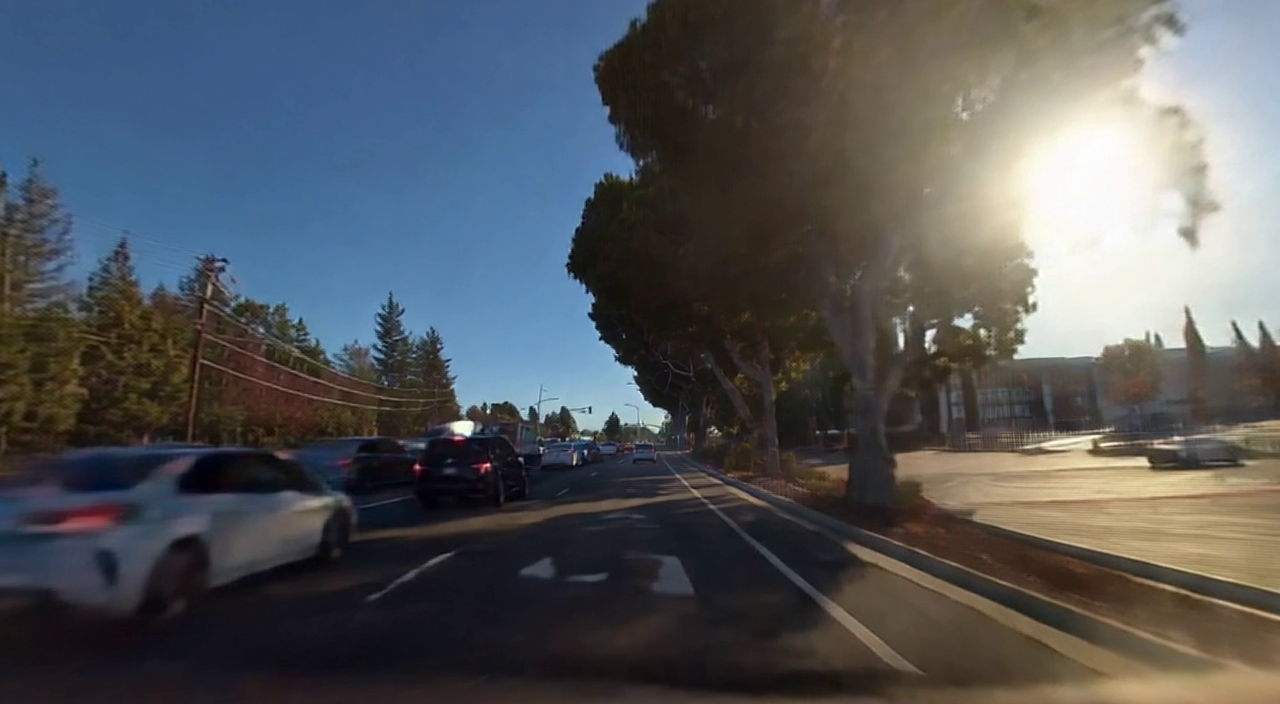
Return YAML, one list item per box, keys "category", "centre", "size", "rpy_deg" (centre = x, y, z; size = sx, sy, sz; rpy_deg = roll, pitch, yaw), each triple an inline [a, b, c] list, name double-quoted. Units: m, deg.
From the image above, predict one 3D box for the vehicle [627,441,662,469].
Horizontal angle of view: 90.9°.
- category: "vehicle"
  centre: [0.268, 5.774, 35.609]
  size: [1.875, 1.453, 3.888]
  rpy_deg: [0, -8, 0]

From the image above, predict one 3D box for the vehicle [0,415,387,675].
- category: "vehicle"
  centre: [-4.266, 1.408, 5.804]
  size: [1.975, 1.447, 4.356]
  rpy_deg: [0, -8, 1]

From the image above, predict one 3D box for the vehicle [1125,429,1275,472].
- category: "vehicle"
  centre: [27.309, 4.806, 30.909]
  size: [5.193, 1.955, 2.249]
  rpy_deg: [-1, -7, -1]

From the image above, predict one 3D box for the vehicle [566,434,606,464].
- category: "vehicle"
  centre: [-3.510, 6.449, 42.024]
  size: [2.242, 1.852, 5.201]
  rpy_deg: [0, -8, 0]

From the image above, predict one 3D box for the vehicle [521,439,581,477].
- category: "vehicle"
  centre: [-3.736, 4.521, 27.199]
  size: [1.952, 1.471, 4.334]
  rpy_deg: [0, -8, 1]

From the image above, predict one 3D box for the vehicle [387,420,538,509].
- category: "vehicle"
  centre: [-3.944, 2.589, 15.061]
  size: [2.130, 1.749, 4.904]
  rpy_deg: [0, -8, 1]
